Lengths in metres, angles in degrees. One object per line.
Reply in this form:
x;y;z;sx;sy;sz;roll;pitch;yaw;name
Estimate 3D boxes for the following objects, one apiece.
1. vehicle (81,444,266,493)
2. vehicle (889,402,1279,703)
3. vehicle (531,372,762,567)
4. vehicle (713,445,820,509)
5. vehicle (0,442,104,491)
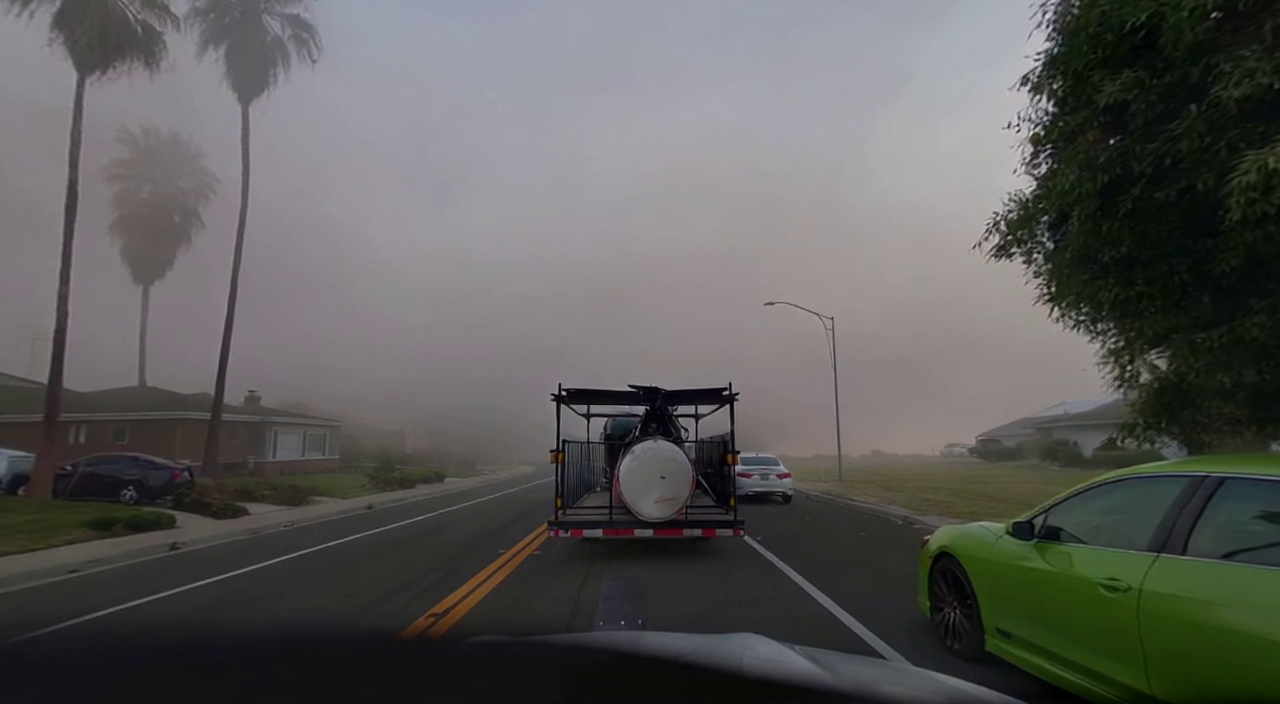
-15.096;3.764;20.531;4.490;1.500;1.875;0;-9;-1;vehicle
3.094;0.995;2.456;2.171;1.520;4.853;0;-8;-1;vehicle
0.094;1.871;10.789;2.728;2.305;6.506;0;-8;0;vehicle
3.239;3.279;16.974;2.010;1.499;4.107;0;-8;-1;vehicle
-20.450;3.663;20.235;4.706;1.468;1.817;0;-9;2;vehicle
